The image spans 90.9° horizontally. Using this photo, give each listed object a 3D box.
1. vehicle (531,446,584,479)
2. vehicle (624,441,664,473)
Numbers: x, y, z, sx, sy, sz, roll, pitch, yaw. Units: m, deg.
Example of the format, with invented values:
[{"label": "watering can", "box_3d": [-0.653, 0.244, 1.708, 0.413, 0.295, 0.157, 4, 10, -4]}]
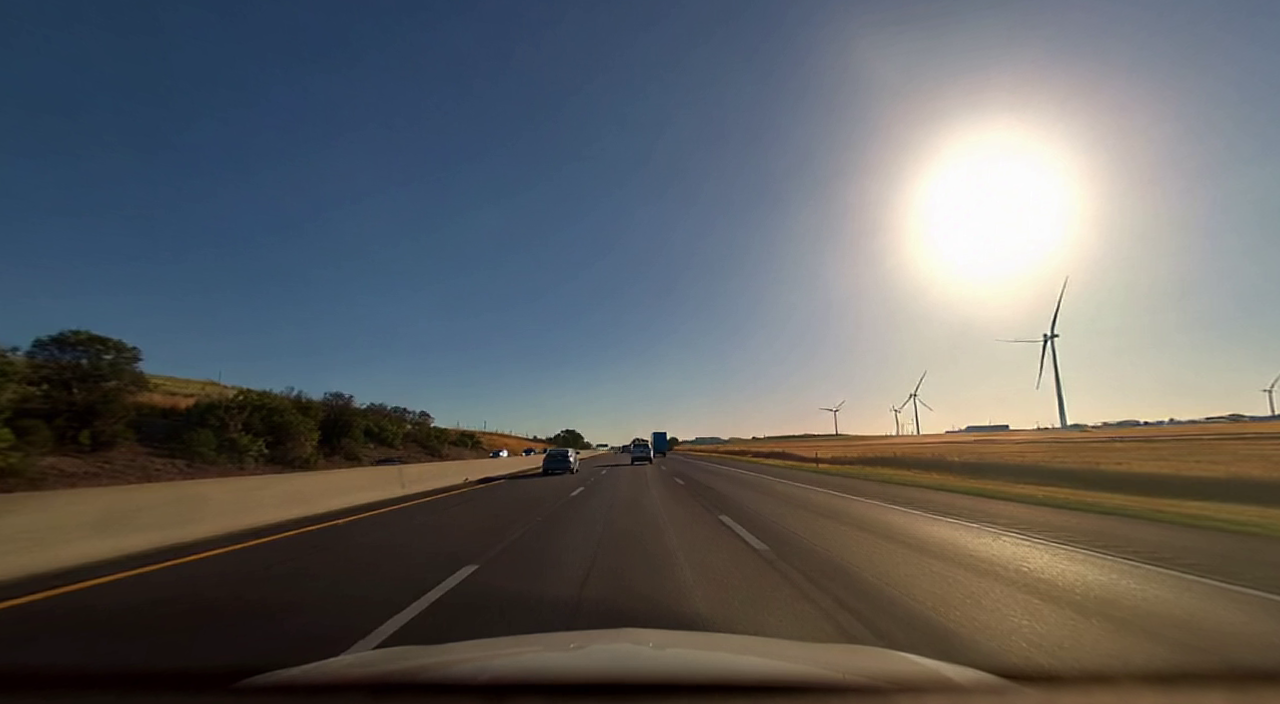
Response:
[{"label": "vehicle", "box_3d": [-3.922, 5.330, 30.673, 1.984, 1.491, 4.341, 0, -9, 0]}, {"label": "vehicle", "box_3d": [0.216, 5.938, 35.652, 2.083, 1.689, 4.083, 0, -9, 0]}]
